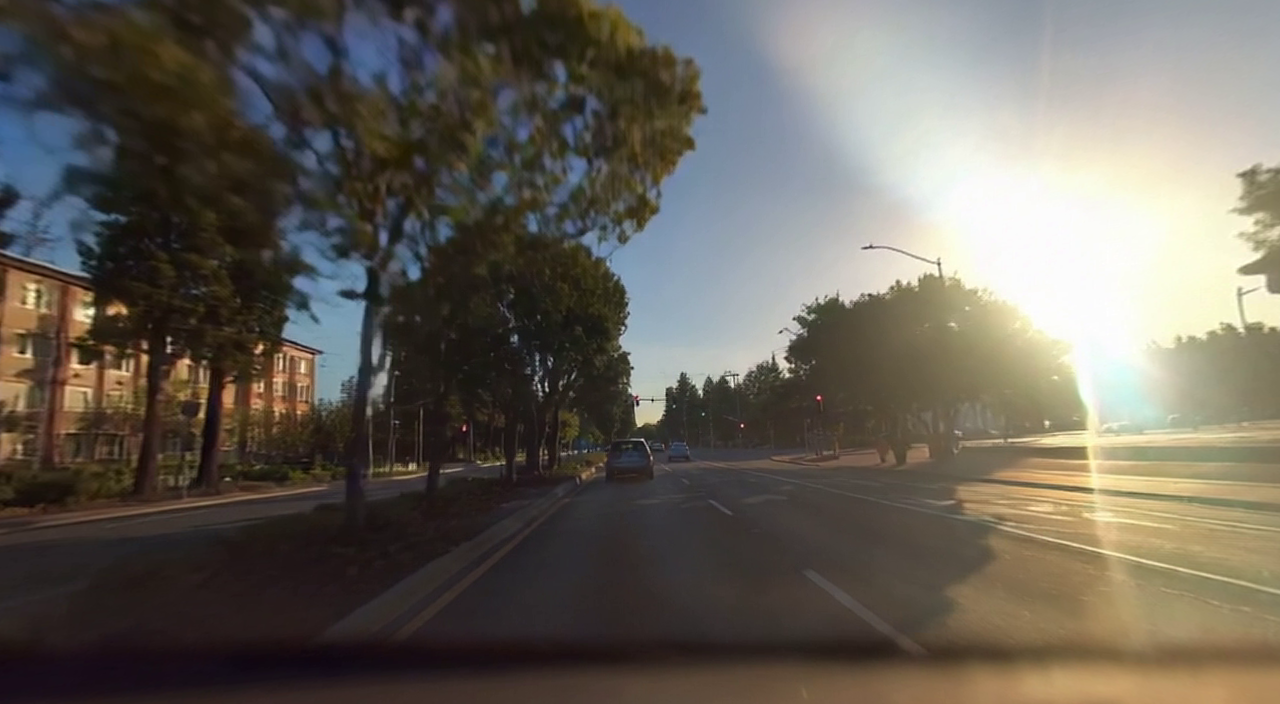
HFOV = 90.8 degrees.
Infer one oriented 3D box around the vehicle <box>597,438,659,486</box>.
[{"bbox_3d":[-0.438,4.172,24.302,2.181,1.639,4.127,0,-9,0],"label":"vehicle"}]
